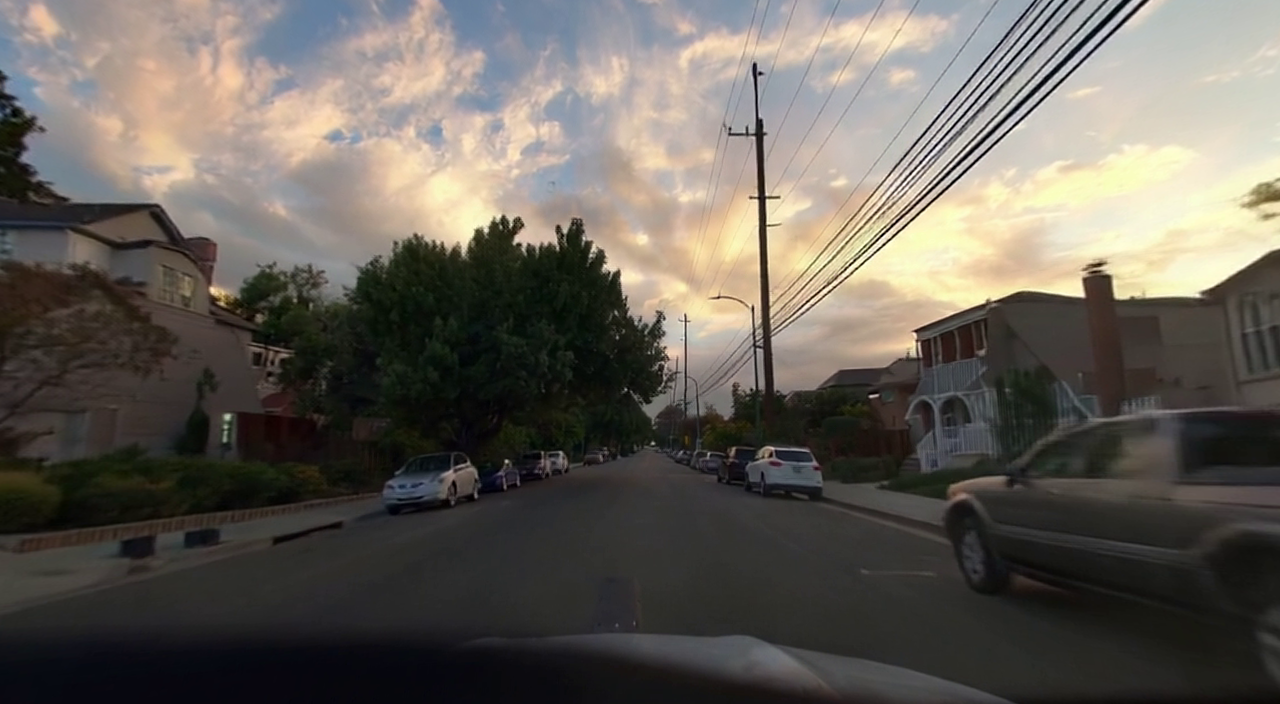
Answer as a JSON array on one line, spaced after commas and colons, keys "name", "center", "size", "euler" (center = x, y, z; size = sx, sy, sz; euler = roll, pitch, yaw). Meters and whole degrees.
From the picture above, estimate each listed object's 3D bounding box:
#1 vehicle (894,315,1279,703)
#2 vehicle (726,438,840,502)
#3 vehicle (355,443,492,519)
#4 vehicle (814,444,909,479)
[{"name": "vehicle", "center": [4.382, 1.098, 4.606], "size": [2.547, 2.075, 5.693], "euler": [0, -9, -2]}, {"name": "vehicle", "center": [4.697, 3.994, 22.012], "size": [2.462, 1.894, 6.076], "euler": [0, -9, -1]}, {"name": "vehicle", "center": [-5.351, 3.219, 16.388], "size": [1.971, 1.648, 4.638], "euler": [0, -9, -1]}, {"name": "vehicle", "center": [11.861, 5.862, 34.040], "size": [4.388, 1.790, 1.958], "euler": [0, -8, 1]}]
